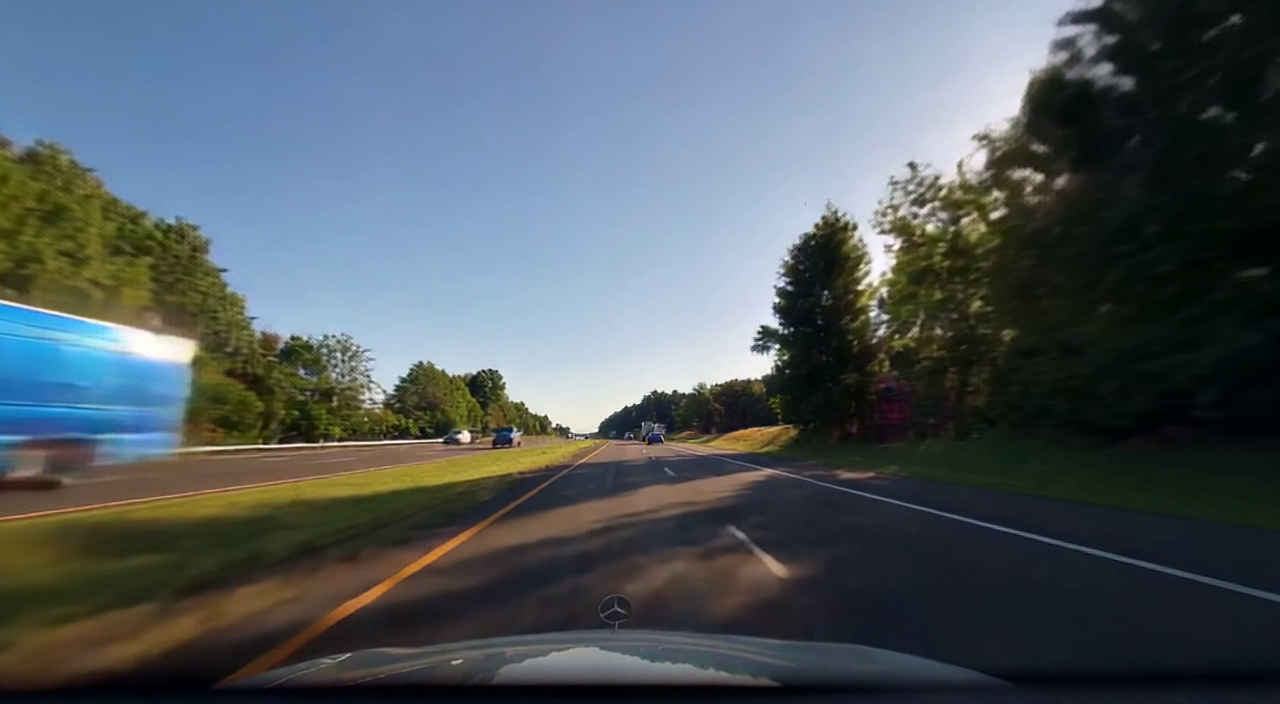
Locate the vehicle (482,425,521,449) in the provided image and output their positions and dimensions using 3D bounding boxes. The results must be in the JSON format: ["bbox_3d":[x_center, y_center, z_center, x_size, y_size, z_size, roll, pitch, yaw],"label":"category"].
[{"bbox_3d":[-9.822,6.086,45.031,1.925,1.581,4.138,0,-8,-1],"label":"vehicle"}]

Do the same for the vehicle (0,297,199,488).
[{"bbox_3d":[-13.348,0.759,11.799,2.738,3.535,10.525,0,-8,-1],"label":"vehicle"}]

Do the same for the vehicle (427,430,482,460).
[{"bbox_3d":[-10.436,5.255,35.813,1.933,1.555,4.470,1,-7,-2],"label":"vehicle"}]
